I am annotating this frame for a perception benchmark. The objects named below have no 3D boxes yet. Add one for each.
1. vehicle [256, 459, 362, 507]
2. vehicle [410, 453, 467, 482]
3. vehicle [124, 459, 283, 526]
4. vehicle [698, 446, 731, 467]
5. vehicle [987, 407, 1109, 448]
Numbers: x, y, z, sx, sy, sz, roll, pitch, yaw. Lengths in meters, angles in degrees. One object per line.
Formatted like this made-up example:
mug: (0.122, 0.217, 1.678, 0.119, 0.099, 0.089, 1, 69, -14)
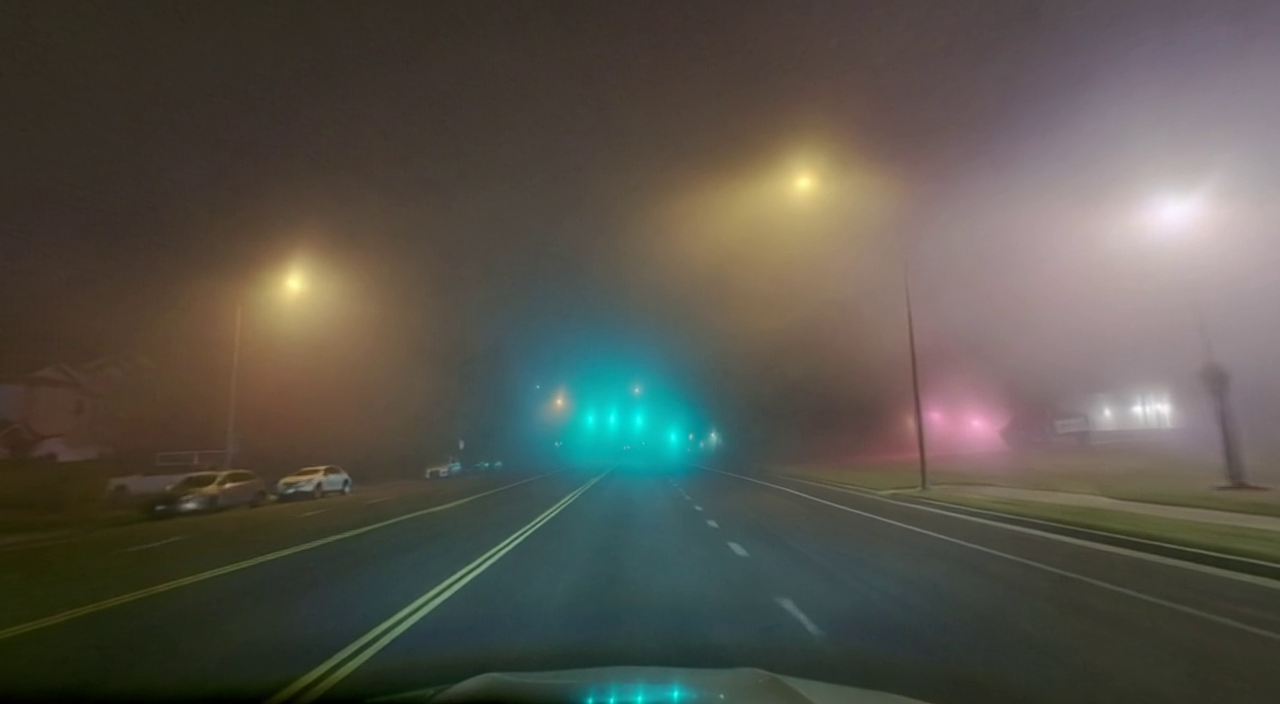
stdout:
vehicle: (-12.738, 5.026, 24.659, 1.909, 1.477, 4.345, -4, -8, -1)
vehicle: (-12.644, 7.265, 40.041, 2.078, 1.618, 4.650, 0, -9, 0)
vehicle: (-12.679, 4.057, 18.747, 1.828, 1.510, 4.149, -5, -9, 0)
vehicle: (5.741, 8.126, 49.266, 1.875, 1.466, 4.355, 0, -9, -2)
vehicle: (17.440, 3.305, 27.141, 1.726, 1.620, 3.938, 6, -11, -37)
